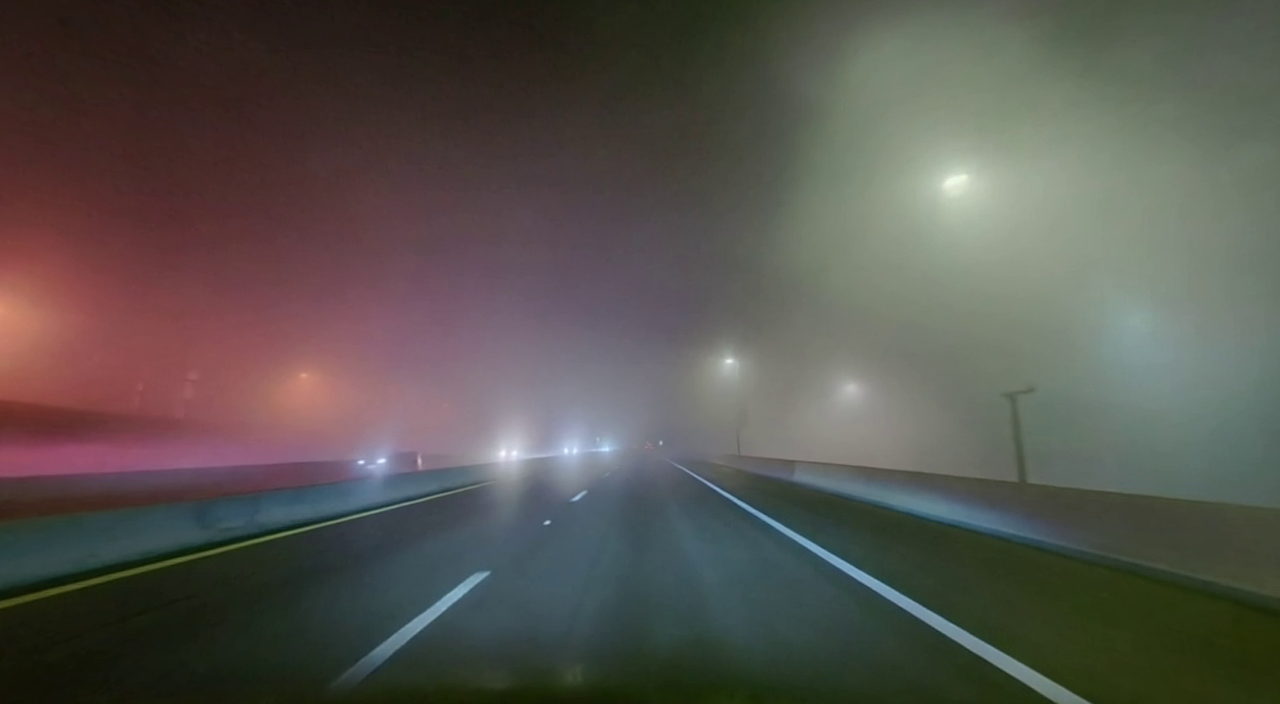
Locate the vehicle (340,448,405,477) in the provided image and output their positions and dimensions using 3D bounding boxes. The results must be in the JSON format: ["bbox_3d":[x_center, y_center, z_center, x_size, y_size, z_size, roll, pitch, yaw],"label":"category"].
[{"bbox_3d":[-15.375,6.334,36.354,1.830,1.492,4.277,0,-8,1],"label":"vehicle"}]
